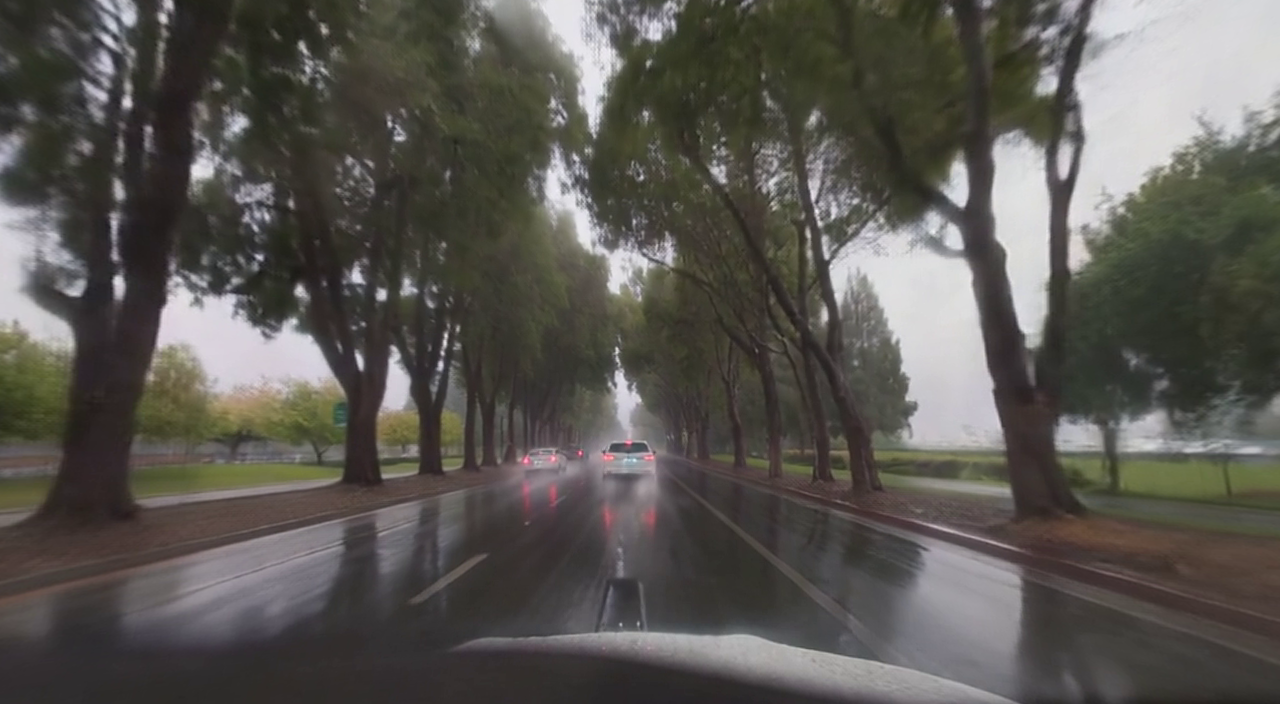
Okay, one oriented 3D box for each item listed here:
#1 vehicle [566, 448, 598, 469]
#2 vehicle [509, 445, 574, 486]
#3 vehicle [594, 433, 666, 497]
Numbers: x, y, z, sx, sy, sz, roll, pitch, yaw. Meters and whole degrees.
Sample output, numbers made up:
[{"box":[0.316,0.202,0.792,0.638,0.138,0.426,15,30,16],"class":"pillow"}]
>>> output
[{"box":[-4.240,7.890,47.047,1.959,1.485,4.452,0,-8,0],"class":"vehicle"},{"box":[-3.974,4.618,26.104,1.936,1.538,4.016,0,-8,1],"class":"vehicle"},{"box":[-0.295,3.480,19.842,2.018,1.769,3.897,0,-8,0],"class":"vehicle"}]
